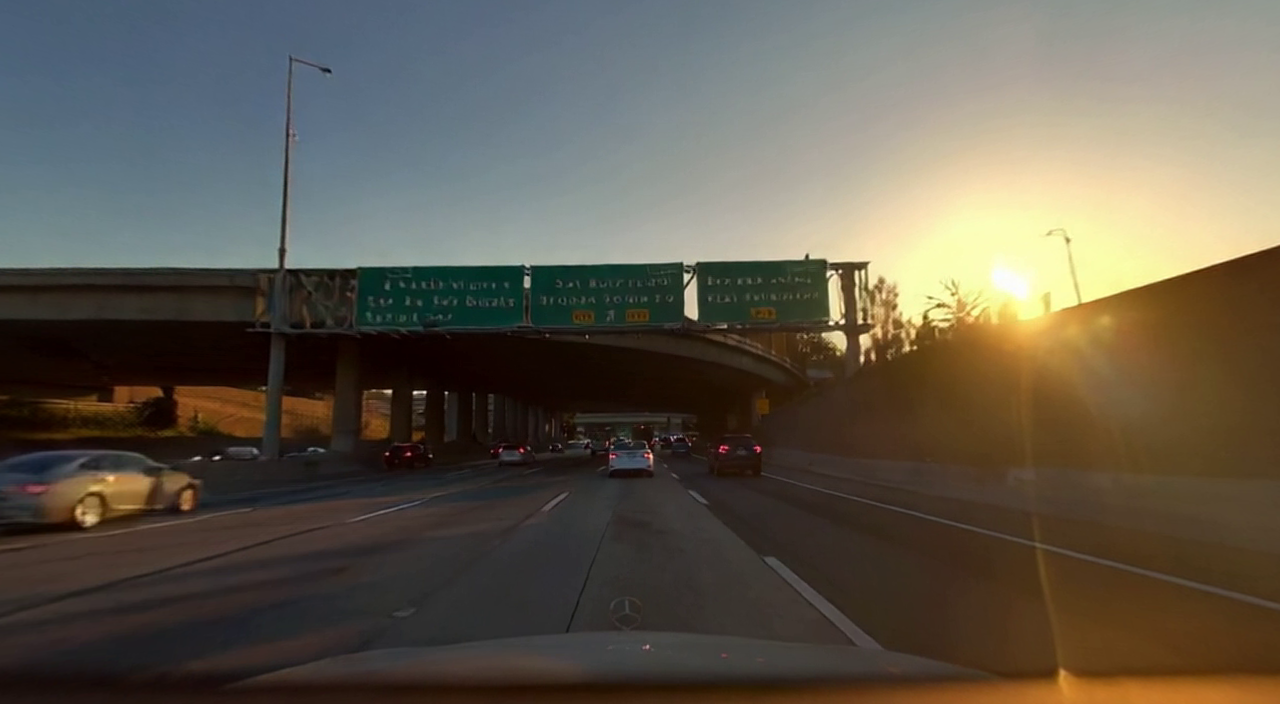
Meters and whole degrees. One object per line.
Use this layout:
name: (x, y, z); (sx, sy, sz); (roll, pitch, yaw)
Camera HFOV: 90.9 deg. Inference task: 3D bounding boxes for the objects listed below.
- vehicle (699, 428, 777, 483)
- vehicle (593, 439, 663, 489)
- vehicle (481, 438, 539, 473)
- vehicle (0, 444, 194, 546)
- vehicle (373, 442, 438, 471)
vehicle: (3.383, 3.680, 22.669); (2.001, 1.771, 4.250); (0, -8, -1)
vehicle: (-0.334, 3.635, 20.760); (2.042, 1.446, 4.269); (0, -8, 0)
vehicle: (-6.726, 5.397, 33.084); (2.060, 1.669, 4.242); (0, -8, 1)
vehicle: (-10.554, 2.429, 11.310); (1.961, 1.510, 4.260); (0, -8, 0)
vehicle: (-14.271, 6.377, 38.750); (2.055, 1.628, 4.898); (0, -8, 1)
